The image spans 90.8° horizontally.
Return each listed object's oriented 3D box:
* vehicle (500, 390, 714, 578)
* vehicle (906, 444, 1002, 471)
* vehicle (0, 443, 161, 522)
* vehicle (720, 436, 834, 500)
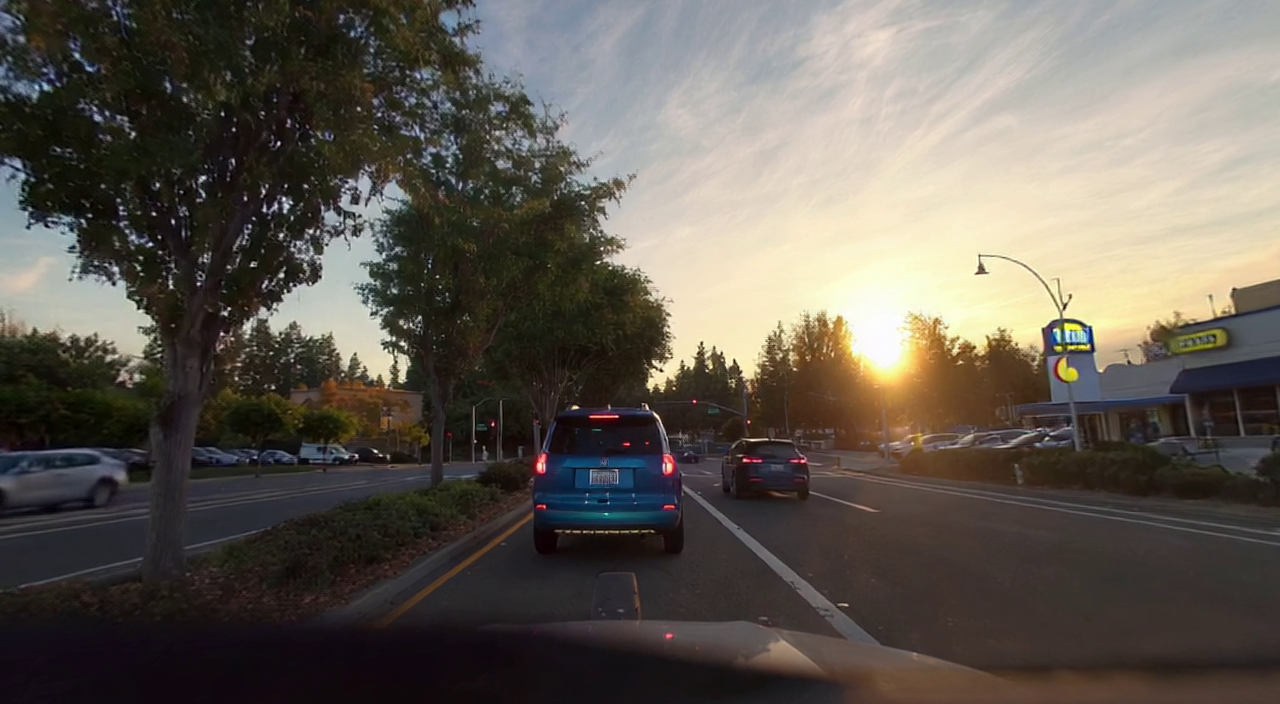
[{"bbox_3d":[-0.300,1.647,8.624,2.096,1.837,4.687,0,-9,1],"label":"vehicle"},{"bbox_3d":[17.204,5.781,34.766,4.290,1.427,1.751,0,-9,2],"label":"vehicle"},{"bbox_3d":[-12.932,2.688,13.451,1.983,1.460,4.456,0,-9,0],"label":"vehicle"},{"bbox_3d":[3.660,3.205,17.947,2.098,1.555,4.778,0,-9,-1],"label":"vehicle"}]
